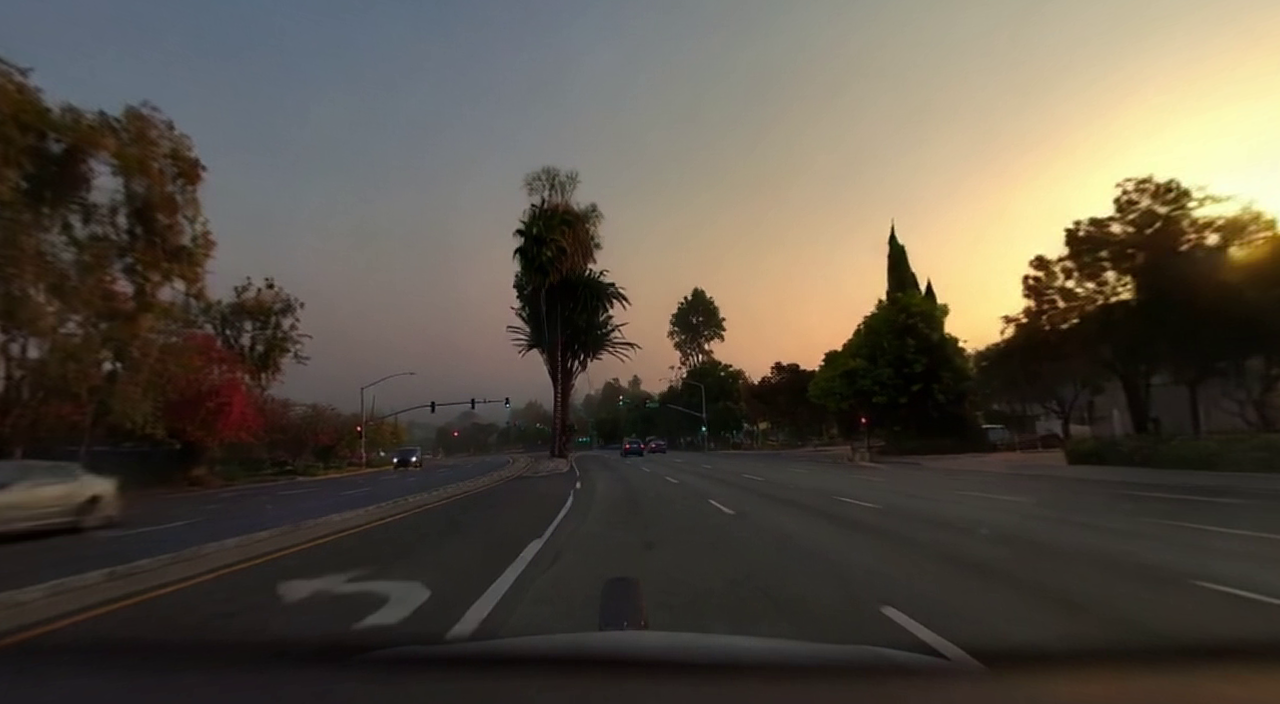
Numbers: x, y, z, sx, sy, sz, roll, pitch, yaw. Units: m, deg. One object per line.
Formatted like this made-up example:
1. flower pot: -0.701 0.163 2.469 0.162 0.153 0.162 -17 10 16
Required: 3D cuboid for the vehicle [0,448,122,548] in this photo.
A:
1. vehicle: -13.059 2.885 12.362 2.124 1.844 4.520 -3 -8 -3
